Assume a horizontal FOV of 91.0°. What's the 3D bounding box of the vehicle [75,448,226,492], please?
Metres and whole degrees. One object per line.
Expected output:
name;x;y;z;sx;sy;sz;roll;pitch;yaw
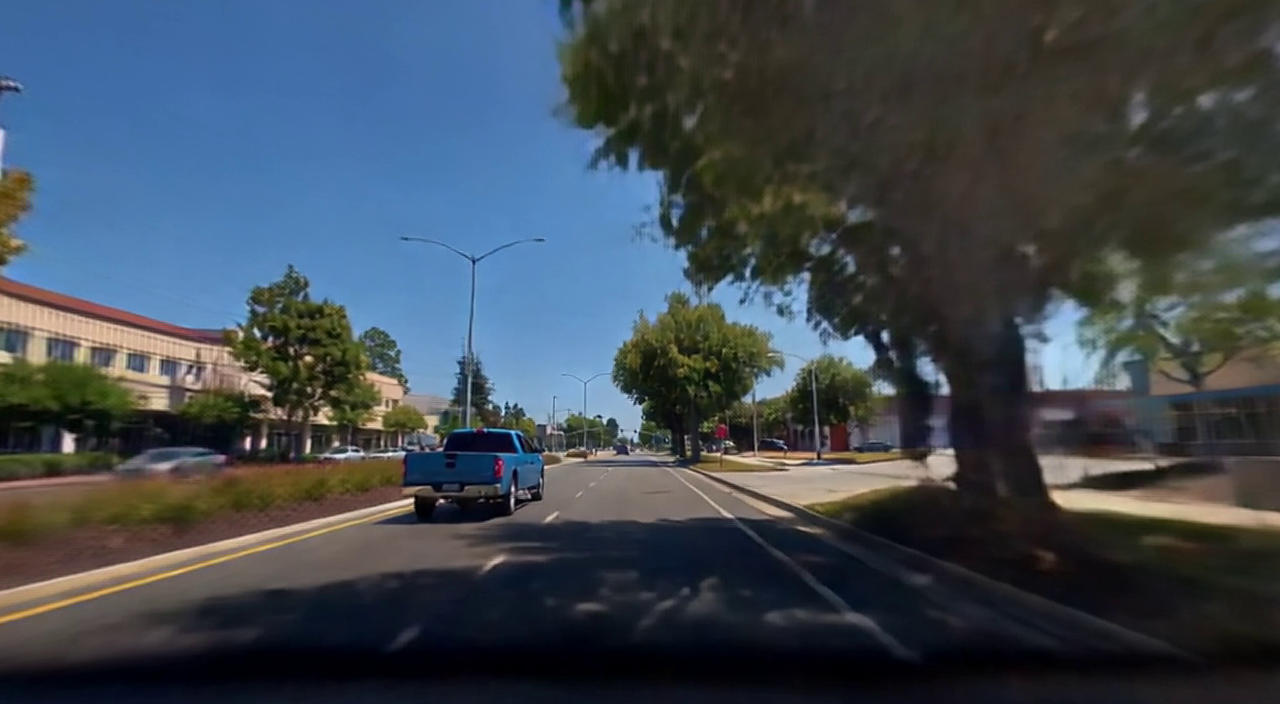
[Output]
vehicle;-18.411;4.414;24.040;1.854;1.472;4.854;0;-9;1

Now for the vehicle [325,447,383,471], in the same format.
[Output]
vehicle;-21.408;7.990;47.320;1.840;1.510;5.115;-2;-8;2

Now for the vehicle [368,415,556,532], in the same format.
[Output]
vehicle;-3.109;2.278;12.491;2.065;1.790;5.417;0;-9;1
